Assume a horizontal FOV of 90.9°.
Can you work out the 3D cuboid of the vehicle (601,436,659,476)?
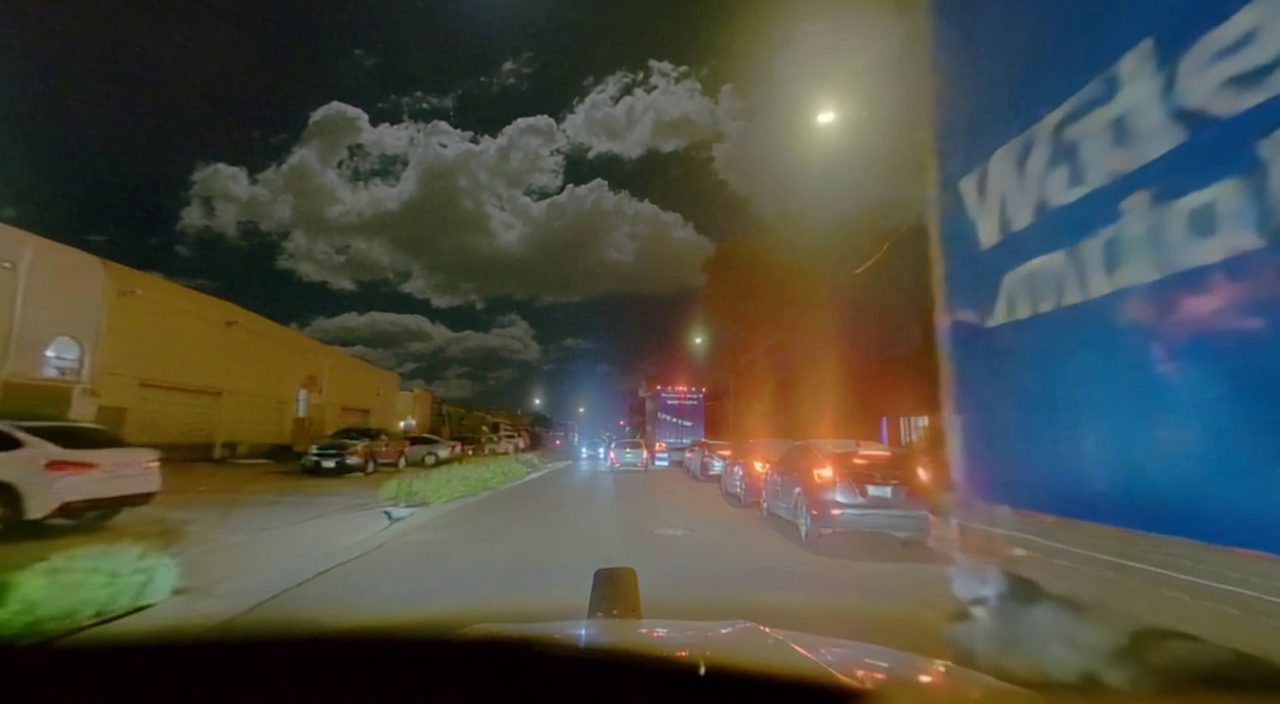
[{"bbox_3d":[-0.432,4.170,25.553,2.160,1.498,3.909,0,-8,-2],"label":"vehicle"}]

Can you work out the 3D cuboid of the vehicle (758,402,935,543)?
[{"bbox_3d":[2.901,1.744,9.371,1.686,1.786,2.276,0,-9,-3],"label":"vehicle"}]

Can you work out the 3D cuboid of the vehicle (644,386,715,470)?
[{"bbox_3d":[1.985,4.746,38.445,2.865,4.113,14.471,0,-8,-2],"label":"vehicle"}]

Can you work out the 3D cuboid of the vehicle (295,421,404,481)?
[{"bbox_3d":[-9.409,3.241,20.874,1.996,1.719,4.382,2,-8,-8],"label":"vehicle"}]

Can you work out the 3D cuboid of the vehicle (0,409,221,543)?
[{"bbox_3d":[-8.021,1.449,7.637,4.483,1.431,1.849,0,-8,-4],"label":"vehicle"}]

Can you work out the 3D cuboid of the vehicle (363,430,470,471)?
[{"bbox_3d":[-8.700,3.857,24.802,3.569,1.520,1.797,0,-8,-5],"label":"vehicle"}]

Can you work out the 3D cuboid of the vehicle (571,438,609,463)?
[{"bbox_3d":[-3.182,6.318,40.616,1.989,1.481,4.008,0,-8,2],"label":"vehicle"}]
